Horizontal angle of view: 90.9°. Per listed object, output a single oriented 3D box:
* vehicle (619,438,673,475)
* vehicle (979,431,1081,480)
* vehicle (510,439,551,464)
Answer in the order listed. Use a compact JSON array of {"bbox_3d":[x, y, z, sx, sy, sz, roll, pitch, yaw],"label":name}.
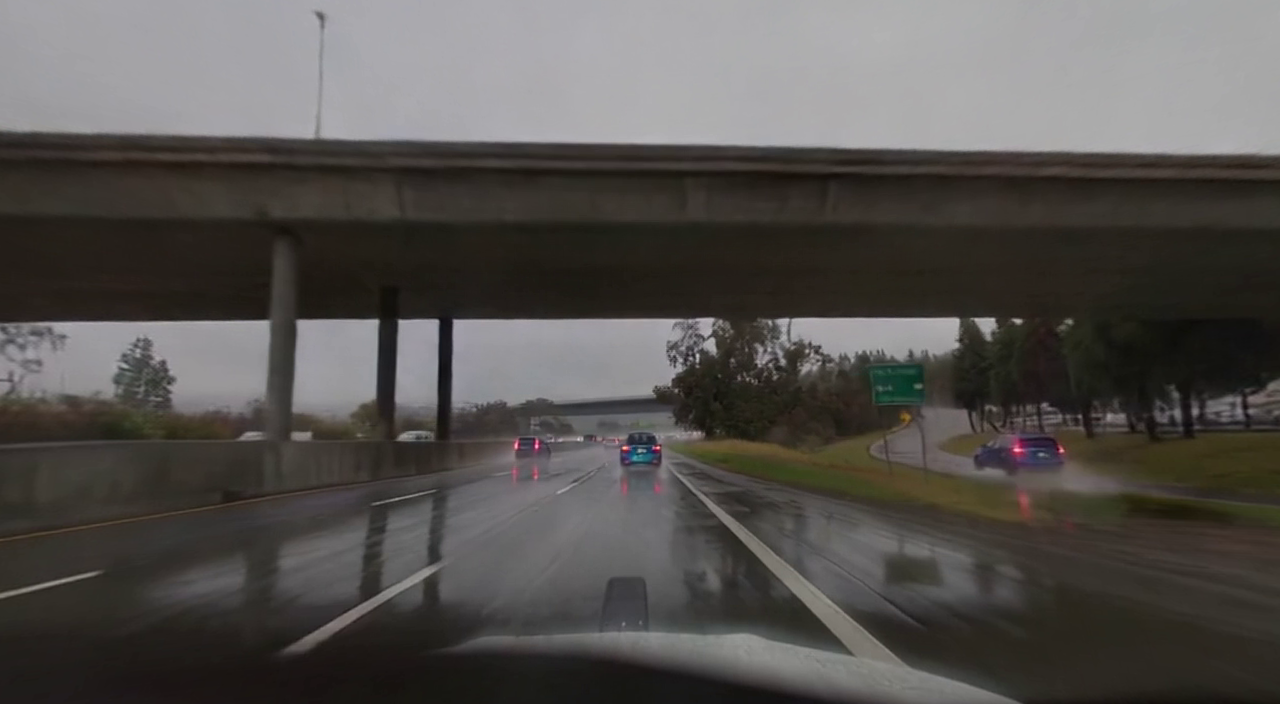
[{"bbox_3d":[0.237,4.507,27.430,2.145,1.493,4.146,0,-8,0],"label":"vehicle"},{"bbox_3d":[15.927,4.229,26.087,2.095,1.674,4.530,2,-8,11],"label":"vehicle"},{"bbox_3d":[-7.677,7.024,44.703,2.067,1.682,4.388,0,-9,1],"label":"vehicle"}]
